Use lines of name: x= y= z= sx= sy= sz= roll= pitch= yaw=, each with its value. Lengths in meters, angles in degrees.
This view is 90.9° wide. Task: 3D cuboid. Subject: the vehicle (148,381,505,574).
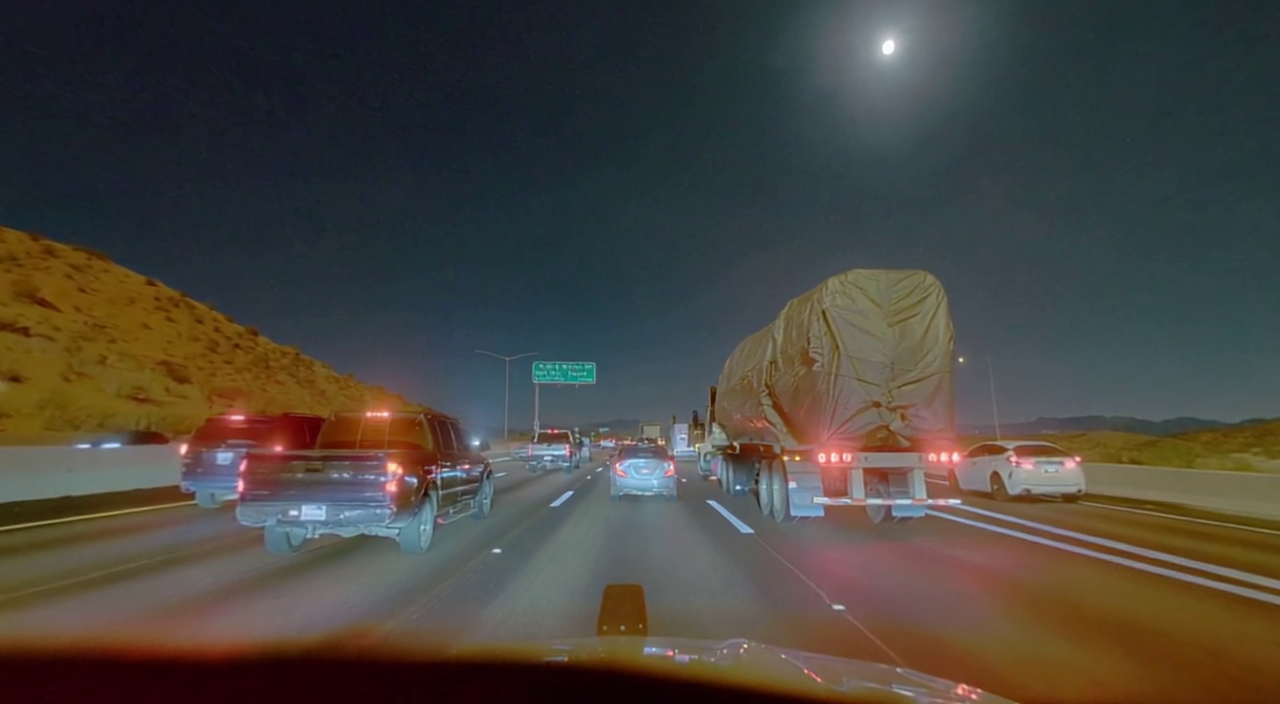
vehicle: x=-3.674 y=1.622 z=8.982 sx=2.318 sy=1.902 sz=5.374 roll=0 pitch=-8 yaw=0

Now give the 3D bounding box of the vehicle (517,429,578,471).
vehicle: x=-4.326 y=4.678 z=30.402 sx=2.348 sy=1.821 sz=5.061 roll=0 pitch=-8 yaw=-2

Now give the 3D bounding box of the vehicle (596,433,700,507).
vehicle: x=0.093 y=2.673 z=14.767 sx=2.105 sy=1.471 sz=3.978 roll=0 pitch=-8 yaw=-2

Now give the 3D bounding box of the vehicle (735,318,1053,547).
vehicle: x=3.401 y=1.290 z=10.159 sx=2.790 sy=2.718 sz=5.253 roll=0 pitch=-8 yaw=-1
